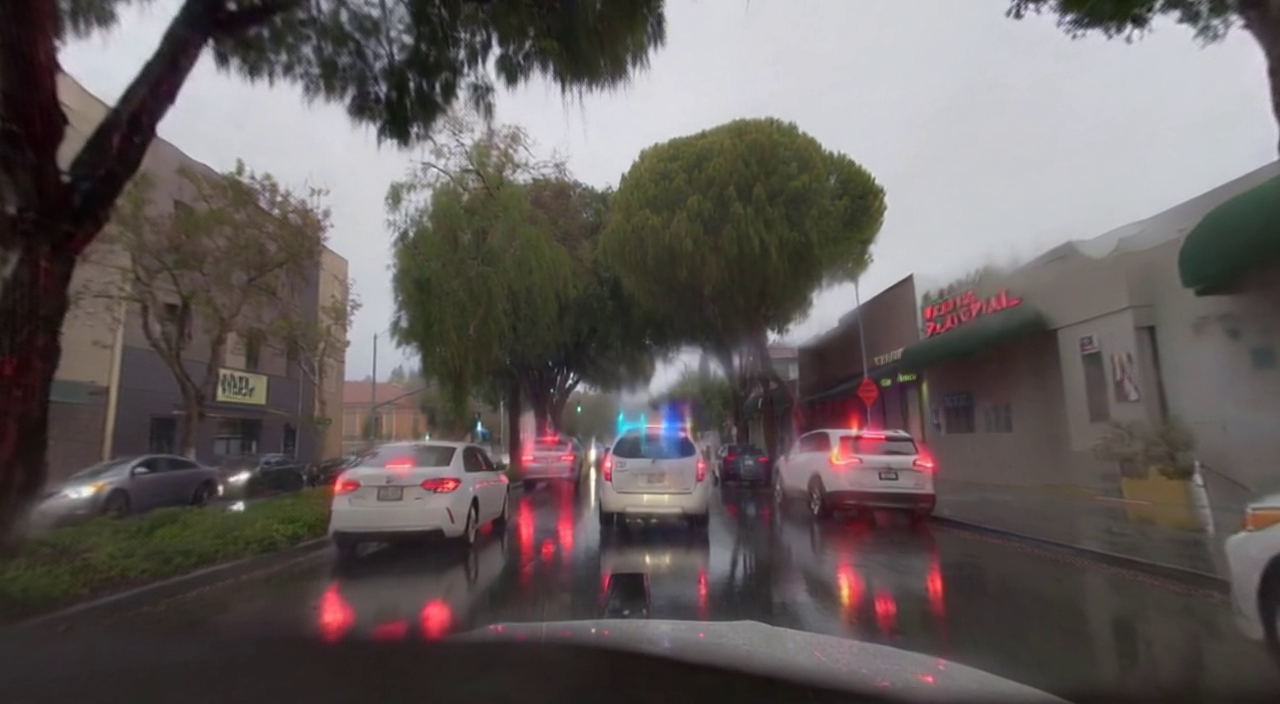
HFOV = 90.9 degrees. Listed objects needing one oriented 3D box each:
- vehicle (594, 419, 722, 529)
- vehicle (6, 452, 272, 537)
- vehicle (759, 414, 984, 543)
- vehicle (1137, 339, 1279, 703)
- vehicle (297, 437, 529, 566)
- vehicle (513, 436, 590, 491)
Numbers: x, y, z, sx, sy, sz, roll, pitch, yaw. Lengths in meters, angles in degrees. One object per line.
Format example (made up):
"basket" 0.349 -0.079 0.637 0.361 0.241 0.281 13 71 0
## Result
"vehicle" 0.280 2.290 12.294 2.075 1.770 4.018 0 -9 0
"vehicle" -10.667 3.012 14.049 2.041 1.500 4.684 -1 -9 0
"vehicle" 4.015 2.332 12.356 2.038 1.865 5.786 2 -9 -2
"vehicle" 4.060 0.601 1.193 1.987 1.877 5.330 0 -9 2
"vehicle" -3.022 2.067 9.519 1.908 1.474 4.257 0 -9 0
"vehicle" -3.134 4.048 23.251 2.135 1.806 4.514 0 -9 0
